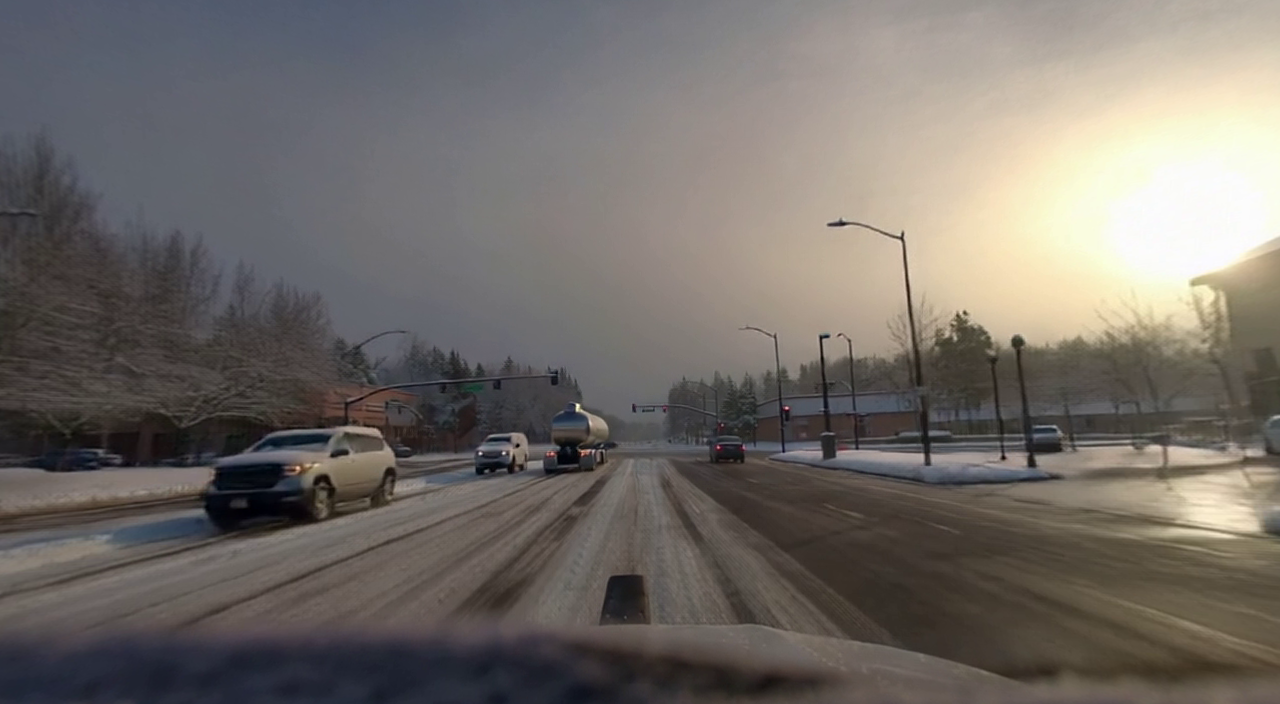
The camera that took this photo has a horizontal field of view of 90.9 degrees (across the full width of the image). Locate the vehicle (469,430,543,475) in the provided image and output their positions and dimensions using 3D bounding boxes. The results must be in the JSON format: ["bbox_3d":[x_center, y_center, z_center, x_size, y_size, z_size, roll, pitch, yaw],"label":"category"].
[{"bbox_3d":[-6.421,4.907,30.954,2.375,1.989,5.497,0,-8,1],"label":"vehicle"}]

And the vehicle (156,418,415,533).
[{"bbox_3d":[-6.314,2.245,12.098,2.179,1.750,4.621,0,-8,1],"label":"vehicle"}]

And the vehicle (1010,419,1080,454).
[{"bbox_3d":[23.441,4.912,36.388,2.380,1.890,5.620,-7,-11,41],"label":"vehicle"}]

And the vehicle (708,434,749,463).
[{"bbox_3d":[6.097,6.728,43.975,2.093,1.926,4.749,0,-8,-2],"label":"vehicle"}]

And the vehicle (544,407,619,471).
[{"bbox_3d":[-2.983,5.160,37.023,2.841,3.004,14.901,0,-8,1],"label":"vehicle"}]
